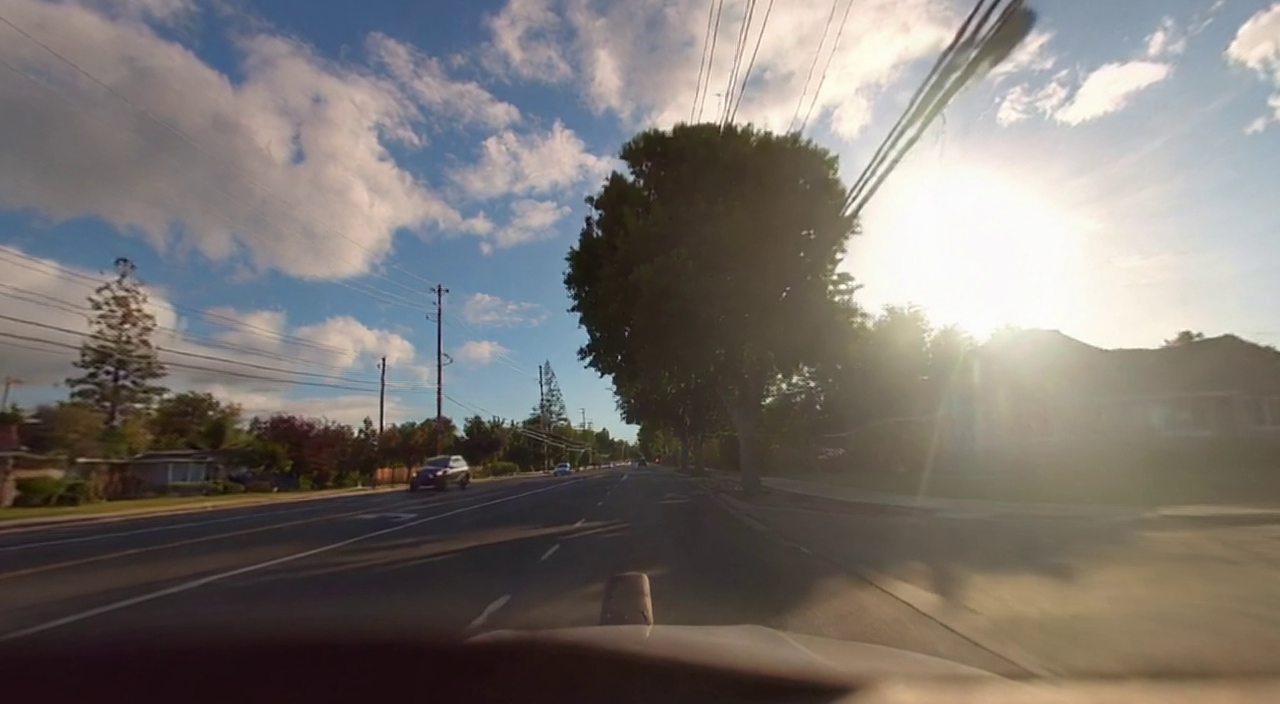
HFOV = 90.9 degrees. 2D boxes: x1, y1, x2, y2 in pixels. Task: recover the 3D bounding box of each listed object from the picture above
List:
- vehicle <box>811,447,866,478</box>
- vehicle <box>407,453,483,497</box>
[{"bbox_3d":[10.816,6.083,34.517,1.737,1.633,3.268,1,-11,-4],"label":"vehicle"},{"bbox_3d":[-9.114,5.773,29.896,2.057,1.865,4.626,-1,-10,1],"label":"vehicle"}]
